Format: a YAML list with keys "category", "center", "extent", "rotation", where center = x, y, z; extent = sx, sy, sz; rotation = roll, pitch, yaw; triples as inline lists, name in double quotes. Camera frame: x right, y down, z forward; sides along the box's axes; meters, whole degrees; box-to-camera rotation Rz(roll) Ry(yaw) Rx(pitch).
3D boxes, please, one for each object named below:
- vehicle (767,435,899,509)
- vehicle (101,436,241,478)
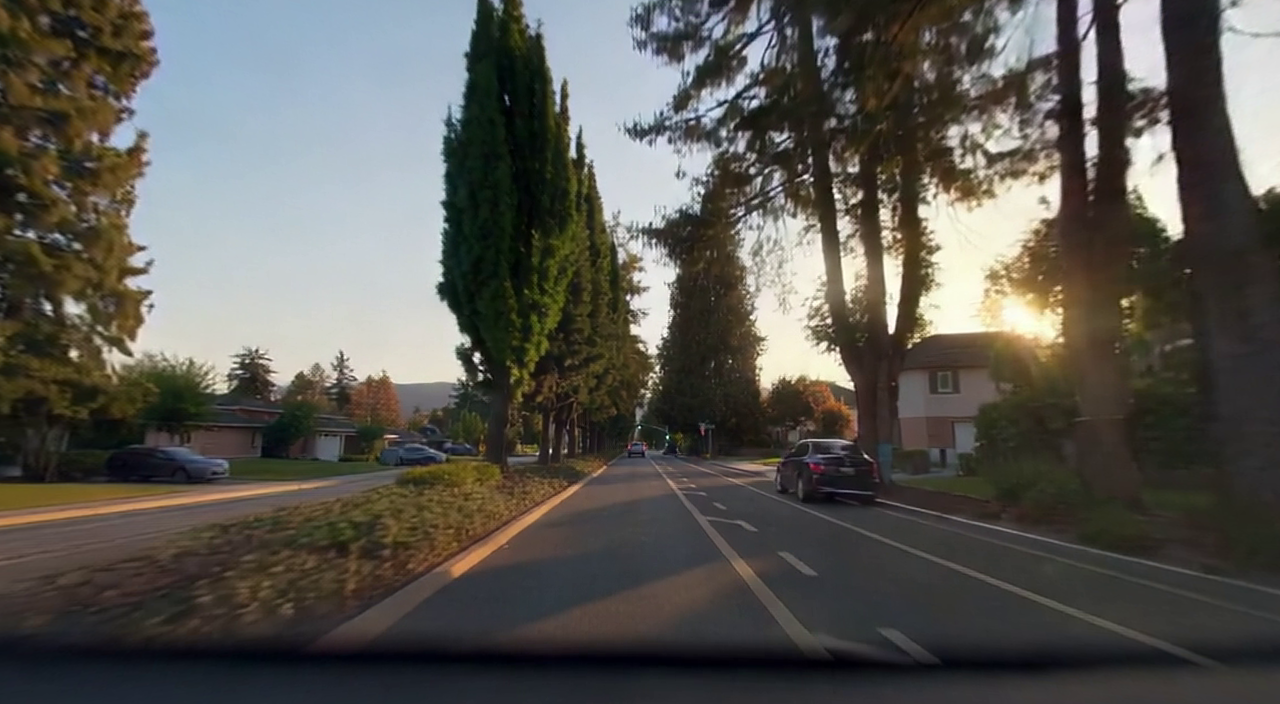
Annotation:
- category: "vehicle"
  center: [4.837, 3.058, 16.650]
  extent: [1.967, 1.631, 4.692]
  rotation: [0, -8, 0]
- category: "vehicle"
  center: [-21.243, 4.766, 28.787]
  extent: [4.666, 1.677, 1.978]
  rotation: [3, -9, -2]
